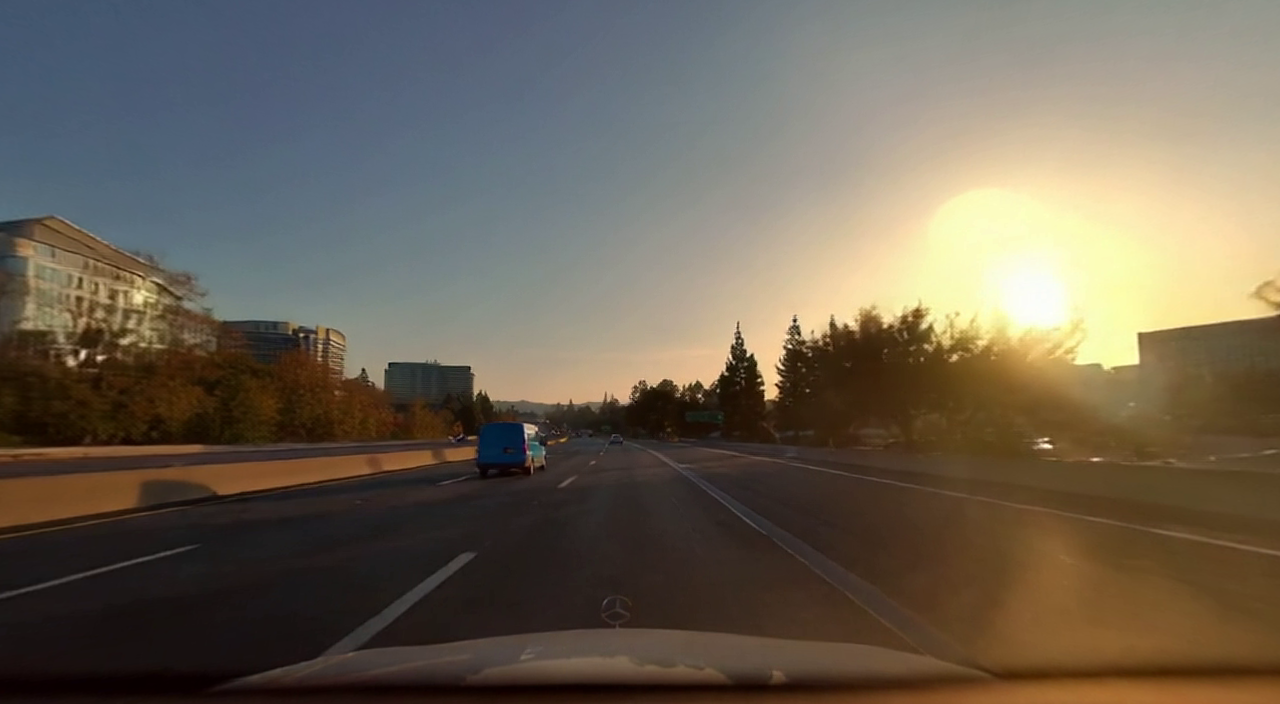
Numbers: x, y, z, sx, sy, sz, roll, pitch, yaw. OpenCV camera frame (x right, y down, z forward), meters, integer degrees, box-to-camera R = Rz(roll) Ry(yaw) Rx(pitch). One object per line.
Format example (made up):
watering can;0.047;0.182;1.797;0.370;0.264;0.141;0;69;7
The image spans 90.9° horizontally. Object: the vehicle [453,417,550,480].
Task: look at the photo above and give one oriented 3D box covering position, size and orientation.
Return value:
vehicle;-4.396;3.149;20.870;2.219;1.827;4.738;0;-8;-1
